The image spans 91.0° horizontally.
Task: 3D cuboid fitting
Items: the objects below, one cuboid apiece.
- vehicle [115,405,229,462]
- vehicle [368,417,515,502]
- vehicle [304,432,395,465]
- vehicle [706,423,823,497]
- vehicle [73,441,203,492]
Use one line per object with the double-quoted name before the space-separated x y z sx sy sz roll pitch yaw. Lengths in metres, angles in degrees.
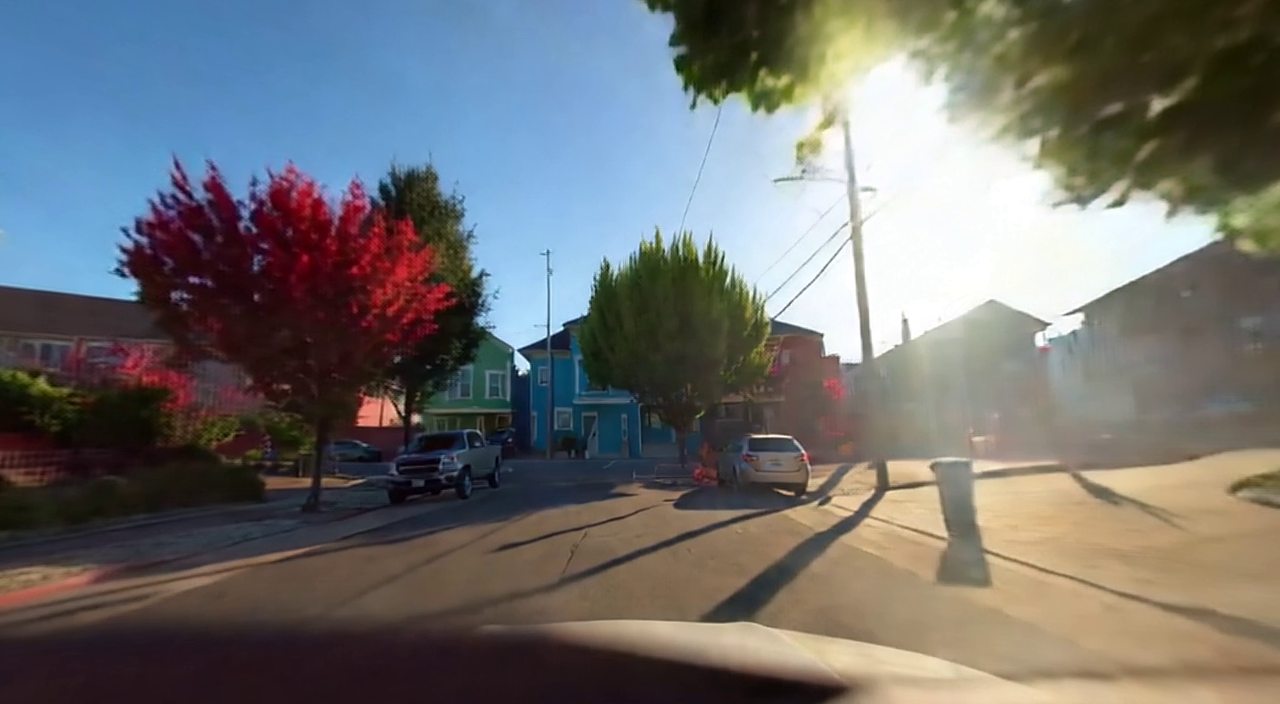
"vehicle" -31.358 5.333 42.550 2.473 2.922 6.719 0 1 3
"vehicle" -5.560 3.104 18.881 2.480 2.084 6.353 0 -8 -1
"vehicle" -17.216 5.726 37.445 4.417 1.703 2.093 -1 -3 1
"vehicle" 3.350 3.002 18.055 2.109 1.811 4.886 0 -8 -3
"vehicle" -15.932 3.589 20.209 1.563 1.433 3.492 0 -8 -7
